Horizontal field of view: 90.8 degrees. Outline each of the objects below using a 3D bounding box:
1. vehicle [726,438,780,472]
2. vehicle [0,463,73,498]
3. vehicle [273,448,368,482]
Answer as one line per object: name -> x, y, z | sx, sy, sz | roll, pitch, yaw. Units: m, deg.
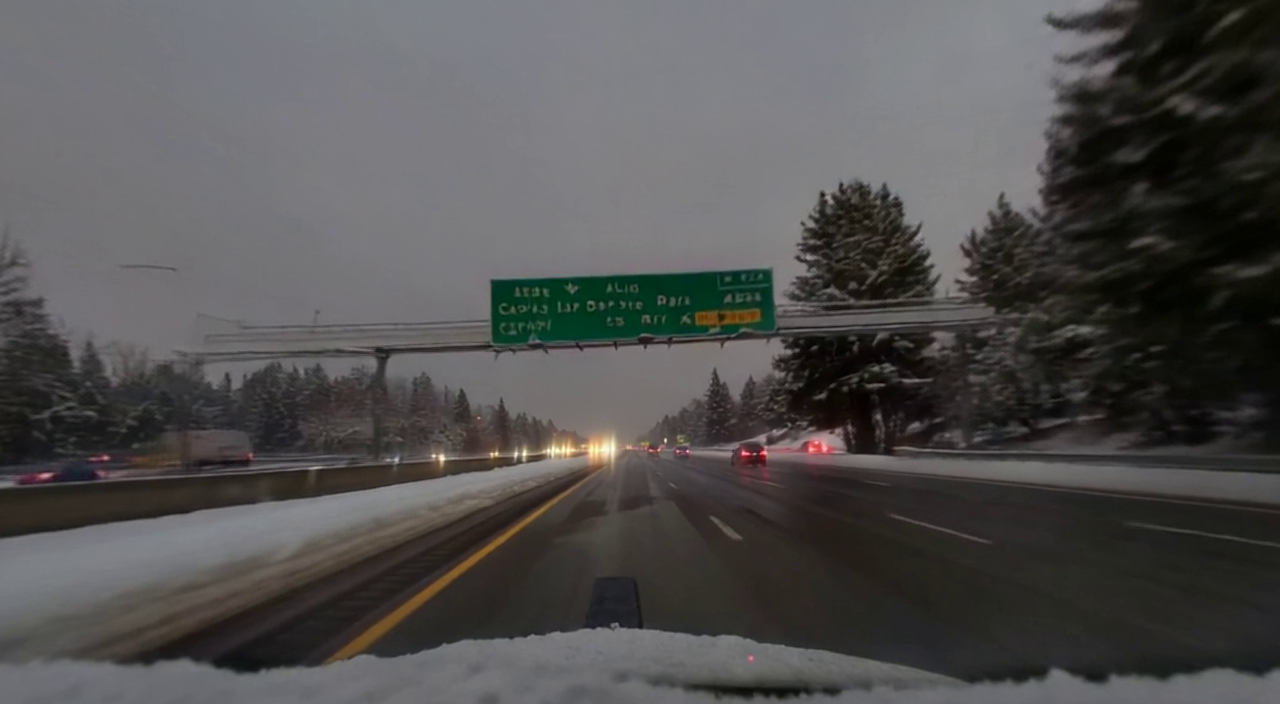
vehicle -> 6.092, 5.600, 34.486 | 2.030, 1.706, 4.279 | 0, -8, -2
vehicle -> -31.214, 6.327, 31.273 | 1.849, 1.529, 4.869 | 0, -8, -2
vehicle -> -15.778, 5.590, 31.562 | 2.129, 1.515, 5.071 | 0, -8, -1
